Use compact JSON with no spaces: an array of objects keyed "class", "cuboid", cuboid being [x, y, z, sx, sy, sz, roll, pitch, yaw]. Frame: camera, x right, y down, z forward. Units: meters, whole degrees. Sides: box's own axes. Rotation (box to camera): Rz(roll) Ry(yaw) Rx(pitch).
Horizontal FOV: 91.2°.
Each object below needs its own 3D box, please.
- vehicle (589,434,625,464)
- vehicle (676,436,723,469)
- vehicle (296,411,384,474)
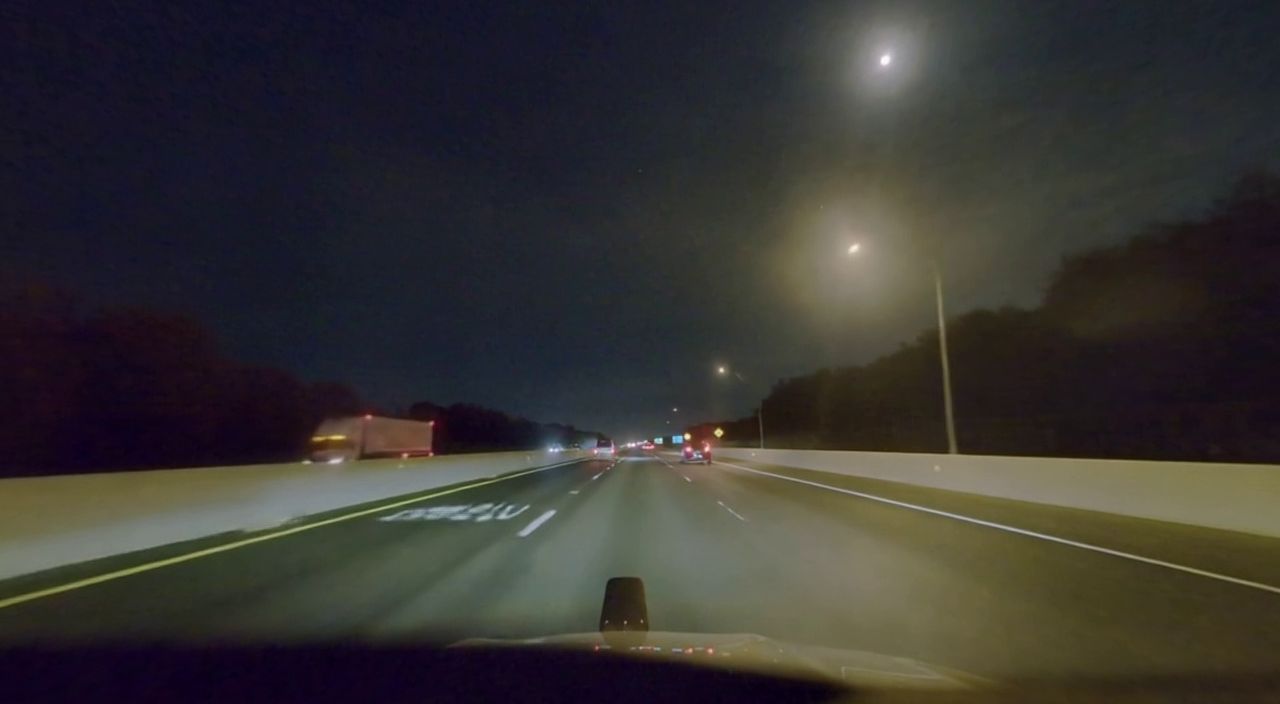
[{"class":"vehicle","cuboid":[-2.385,7.175,46.556,2.291,2.052,4.887,0,-8,2]},{"class":"vehicle","cuboid":[3.242,5.563,34.928,2.202,1.682,4.188,0,-8,0]},{"class":"vehicle","cuboid":[-20.948,6.414,44.279,3.001,4.075,6.135,0,-9,0]}]
